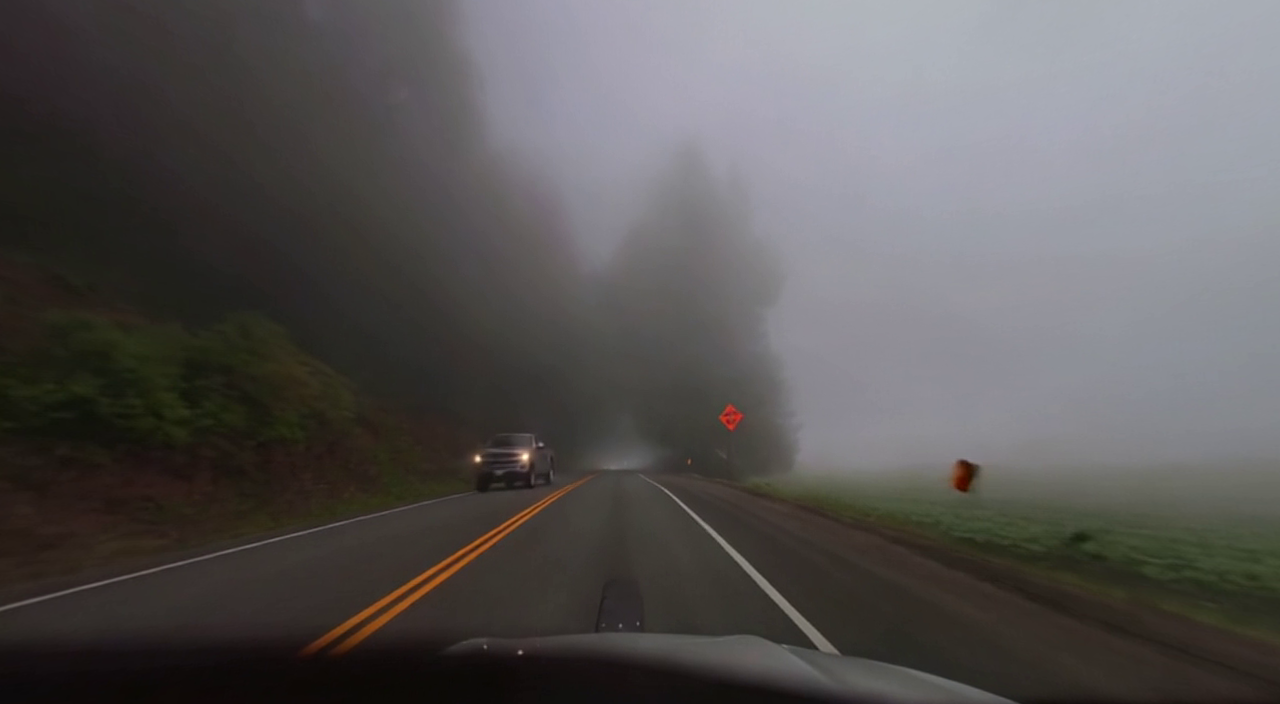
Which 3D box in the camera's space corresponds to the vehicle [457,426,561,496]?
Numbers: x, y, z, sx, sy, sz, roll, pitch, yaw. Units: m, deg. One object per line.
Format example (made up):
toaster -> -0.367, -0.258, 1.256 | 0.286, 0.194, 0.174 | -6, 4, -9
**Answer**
vehicle -> -4.581, 3.951, 23.300 | 2.638, 2.200, 5.867 | -1, -8, 0
